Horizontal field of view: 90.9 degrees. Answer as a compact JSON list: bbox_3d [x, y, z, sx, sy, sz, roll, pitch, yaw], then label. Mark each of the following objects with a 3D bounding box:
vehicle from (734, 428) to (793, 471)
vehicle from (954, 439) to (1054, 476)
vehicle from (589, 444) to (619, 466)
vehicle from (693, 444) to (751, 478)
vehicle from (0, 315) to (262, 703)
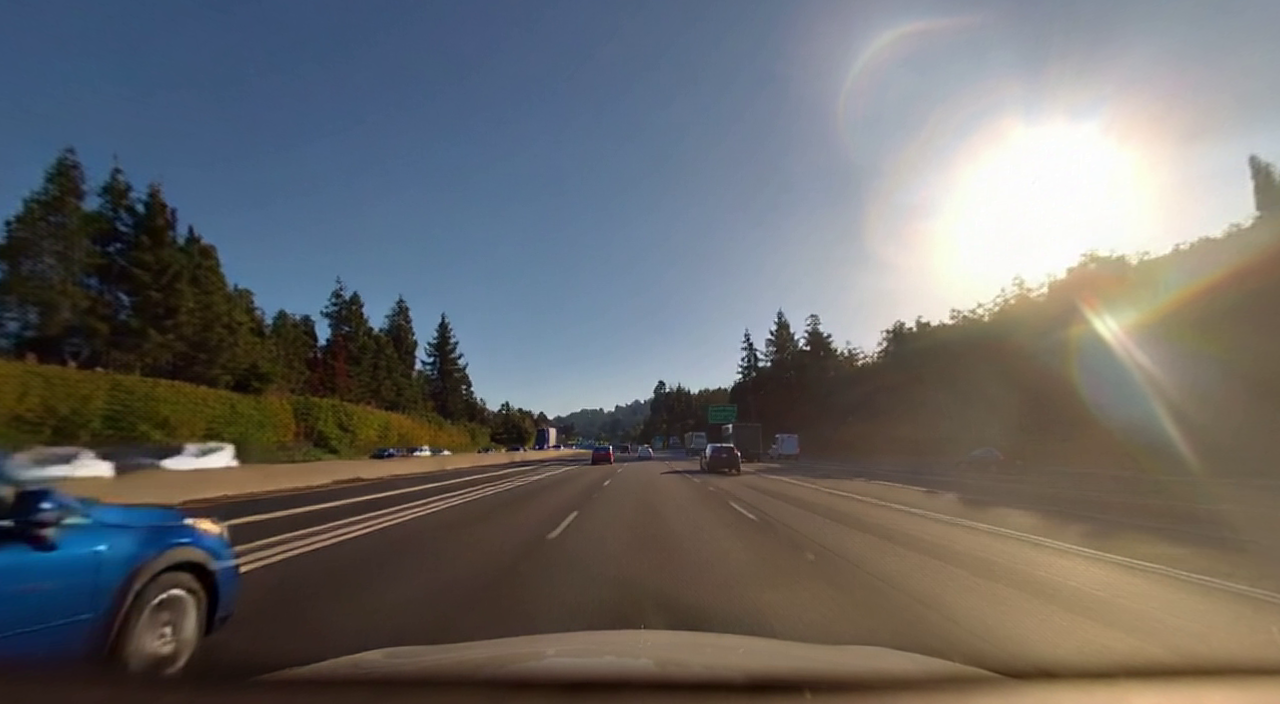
[{"bbox_3d":[8.111,6.498,42.059,2.729,2.628,4.875,0,-9,-2],"label":"vehicle"},{"bbox_3d":[21.312,6.182,37.344,2.221,1.995,5.803,0,-9,-3],"label":"vehicle"},{"bbox_3d":[-2.730,8.011,49.124,2.060,1.587,4.093,0,-9,1],"label":"vehicle"},{"bbox_3d":[3.860,5.217,30.389,2.080,1.493,4.674,0,-9,-1],"label":"vehicle"},{"bbox_3d":[-3.440,0.587,1.112,2.218,1.764,5.229,0,-9,1],"label":"vehicle"}]
